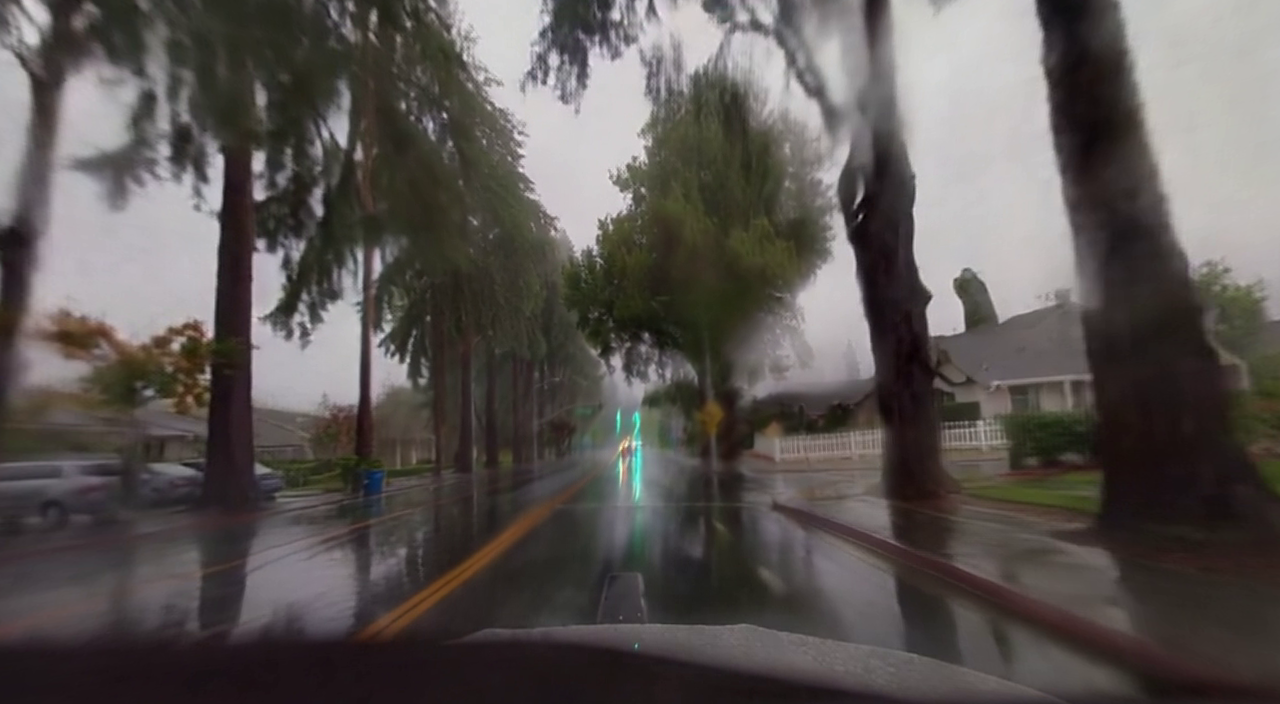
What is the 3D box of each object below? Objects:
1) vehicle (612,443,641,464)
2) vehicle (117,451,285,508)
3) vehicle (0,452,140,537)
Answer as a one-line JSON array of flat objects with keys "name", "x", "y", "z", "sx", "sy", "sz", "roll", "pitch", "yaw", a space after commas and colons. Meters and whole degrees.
[{"name": "vehicle", "x": -1.033, "y": 7.858, "z": 48.957, "sx": 2.104, "sy": 1.500, "sz": 3.815, "roll": 0, "pitch": -9, "yaw": -1}, {"name": "vehicle", "x": -16.159, "y": 4.689, "z": 23.509, "sx": 2.043, "sy": 1.803, "sz": 4.631, "roll": -12, "pitch": -13, "yaw": 37}, {"name": "vehicle", "x": -16.700, "y": 3.874, "z": 17.745, "sx": 2.378, "sy": 1.922, "sz": 5.801, "roll": -1, "pitch": -8, "yaw": -20}]
